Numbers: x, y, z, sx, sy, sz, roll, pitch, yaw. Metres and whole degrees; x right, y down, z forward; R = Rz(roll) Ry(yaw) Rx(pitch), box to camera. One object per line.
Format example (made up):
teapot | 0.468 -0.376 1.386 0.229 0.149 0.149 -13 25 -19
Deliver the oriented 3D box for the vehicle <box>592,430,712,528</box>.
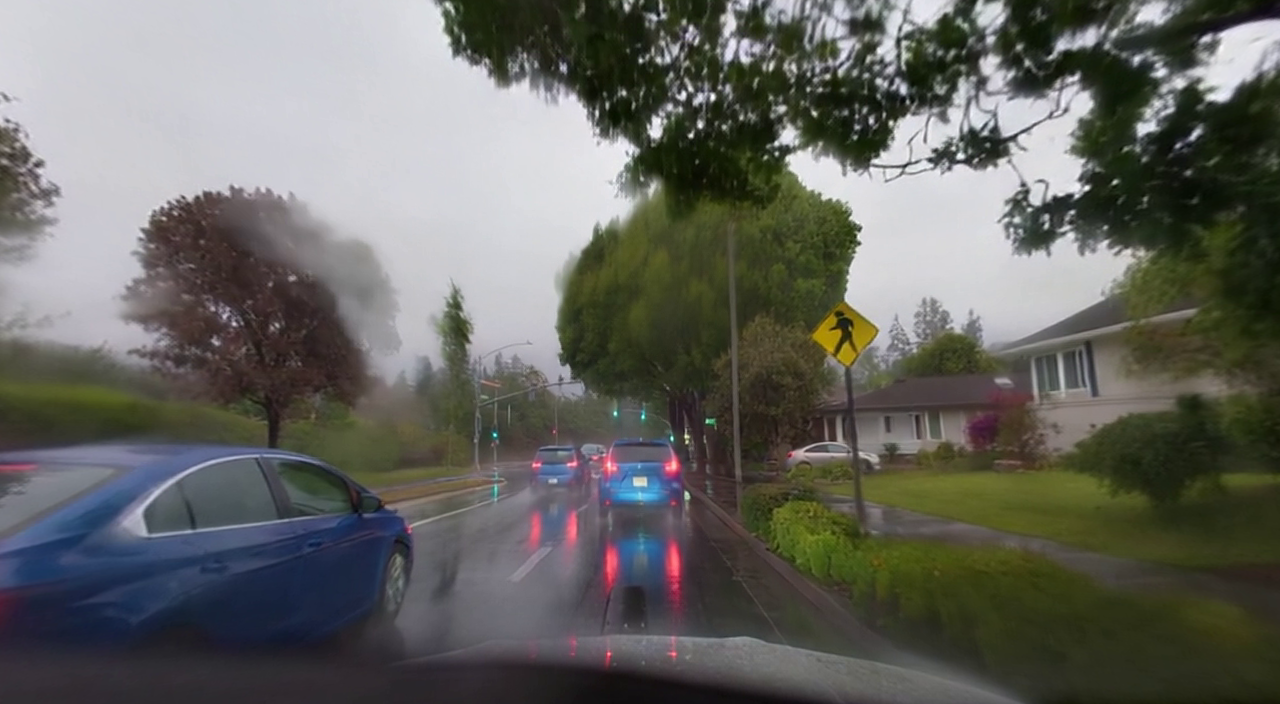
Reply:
vehicle | 0.242 2.550 13.179 2.120 1.718 3.909 0 -9 1

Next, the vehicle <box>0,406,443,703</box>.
vehicle | -2.843 1.131 3.349 1.968 1.472 4.685 0 -9 2

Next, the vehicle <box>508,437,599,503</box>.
vehicle | -2.475 3.504 19.115 2.000 1.737 4.133 0 -9 2

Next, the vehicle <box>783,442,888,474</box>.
vehicle | 9.501 5.179 30.907 4.456 1.504 1.914 0 -9 0
